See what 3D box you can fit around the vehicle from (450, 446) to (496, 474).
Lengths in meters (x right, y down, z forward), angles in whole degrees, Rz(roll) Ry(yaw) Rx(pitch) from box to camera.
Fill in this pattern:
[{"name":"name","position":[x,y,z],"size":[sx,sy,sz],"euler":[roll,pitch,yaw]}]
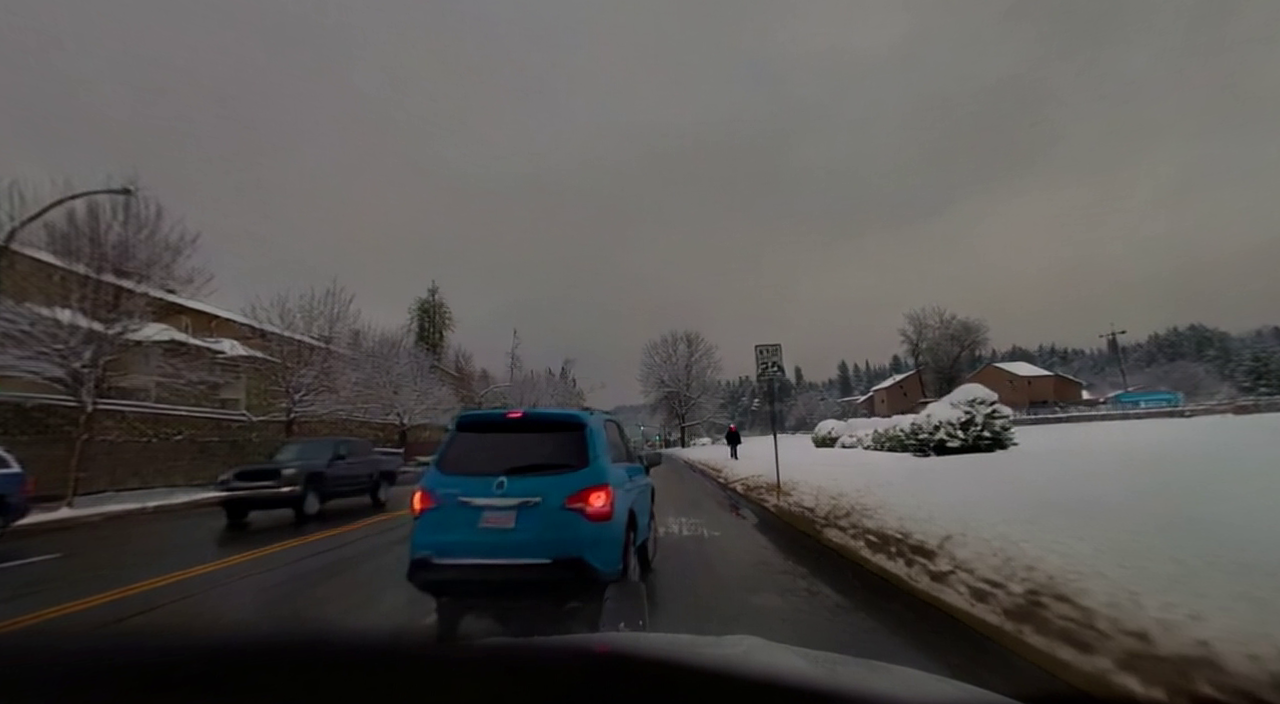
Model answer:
[{"name":"vehicle","position":[-11.717,7.577,44.311],"size":[1.904,1.728,4.997],"euler":[2,-8,-1]}]

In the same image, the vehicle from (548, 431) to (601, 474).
[{"name":"vehicle","position":[-2.932,4.596,28.862],"size":[1.908,1.809,4.230],"euler":[0,-8,1]}]

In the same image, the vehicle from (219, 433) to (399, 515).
[{"name":"vehicle","position":[-8.755,3.237,17.355],"size":[2.060,1.785,5.303],"euler":[-3,-9,1]}]
